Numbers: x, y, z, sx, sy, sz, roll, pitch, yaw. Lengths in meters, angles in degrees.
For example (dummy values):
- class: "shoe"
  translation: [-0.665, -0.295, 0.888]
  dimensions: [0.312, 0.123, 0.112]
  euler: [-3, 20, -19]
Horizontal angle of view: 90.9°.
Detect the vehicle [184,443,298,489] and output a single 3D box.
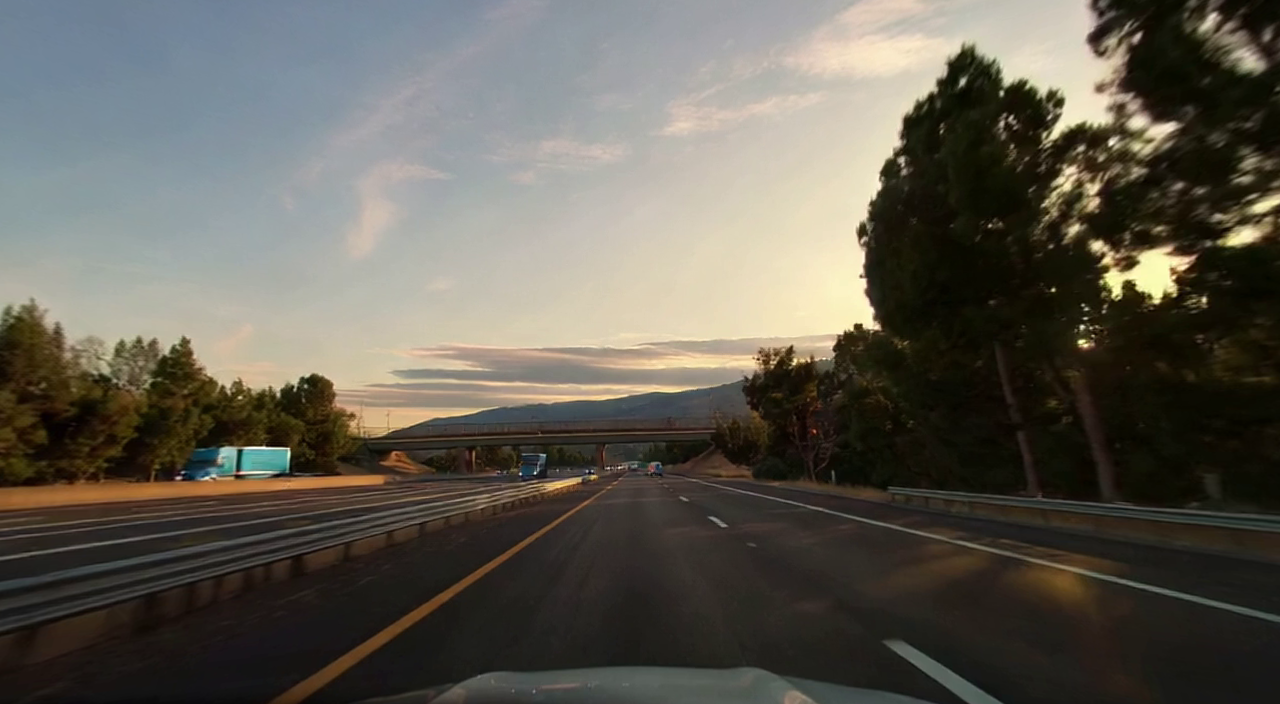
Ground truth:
- class: "vehicle"
  translation: [-30.912, 8.958, 49.460]
  dimensions: [2.837, 3.196, 9.119]
  euler: [1, -10, 1]
